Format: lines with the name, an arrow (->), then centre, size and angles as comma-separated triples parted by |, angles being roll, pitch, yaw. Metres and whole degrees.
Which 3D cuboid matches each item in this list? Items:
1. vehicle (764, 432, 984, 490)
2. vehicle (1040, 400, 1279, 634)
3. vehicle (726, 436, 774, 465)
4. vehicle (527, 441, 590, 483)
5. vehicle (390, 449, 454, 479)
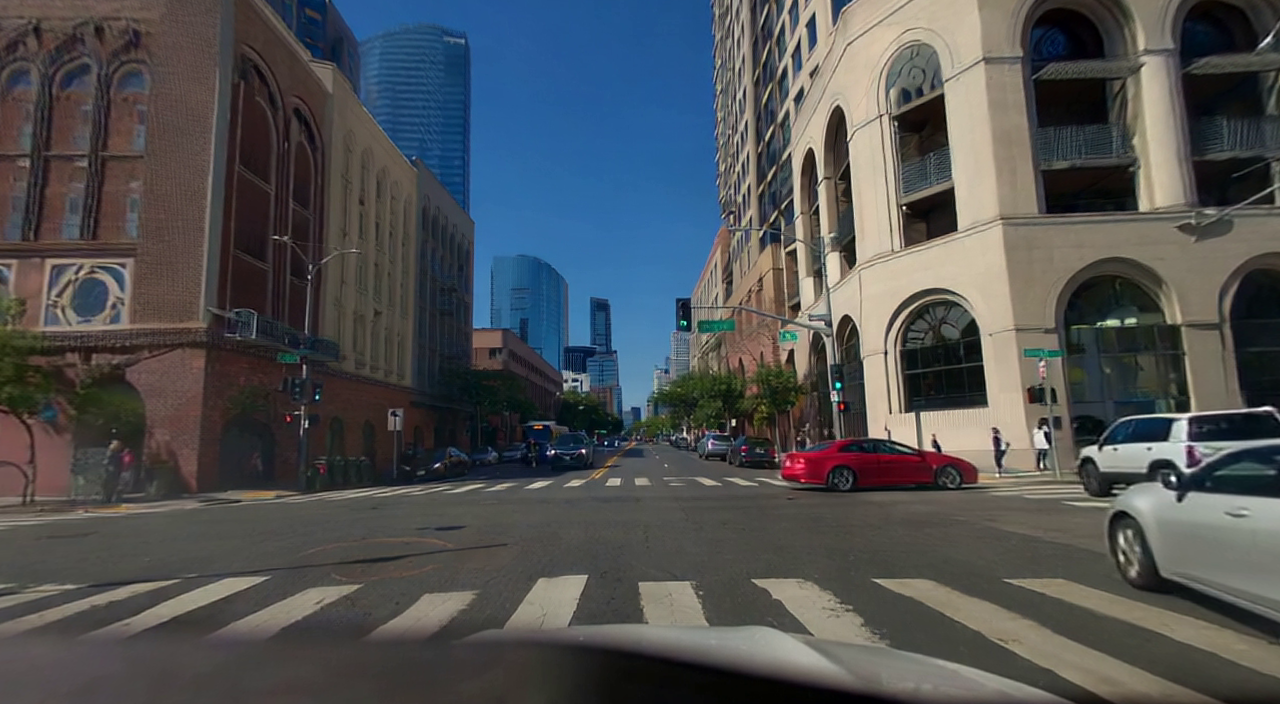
vehicle -> 6.202, 2.977, 17.440 | 5.388, 1.465, 2.050 | -2, -9, 11
vehicle -> 5.140, 1.112, 4.352 | 1.912, 1.505, 4.889 | -1, -8, 5
vehicle -> 6.252, 5.648, 36.308 | 1.926, 1.574, 3.961 | 0, -8, -2
vehicle -> -2.957, 4.087, 23.728 | 1.904, 1.402, 4.759 | 0, -8, -2
vehicle -> -11.924, 6.114, 34.799 | 1.998, 1.505, 4.405 | 0, -8, 0
